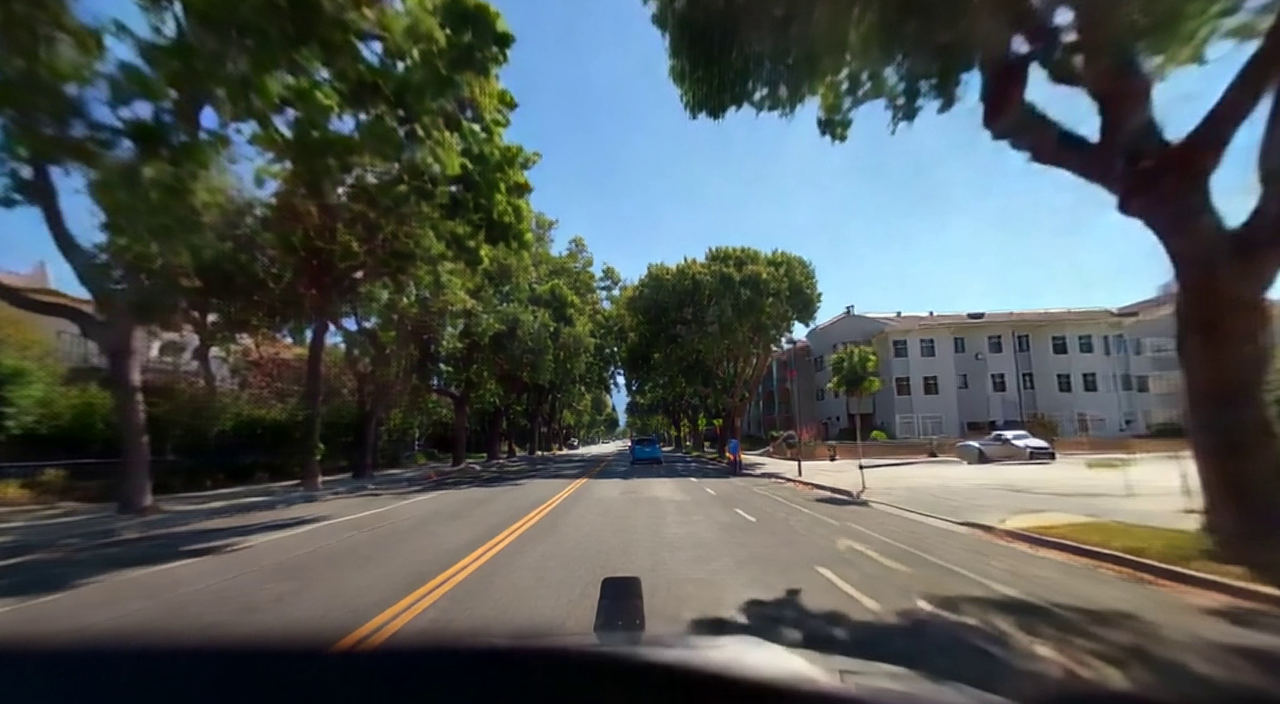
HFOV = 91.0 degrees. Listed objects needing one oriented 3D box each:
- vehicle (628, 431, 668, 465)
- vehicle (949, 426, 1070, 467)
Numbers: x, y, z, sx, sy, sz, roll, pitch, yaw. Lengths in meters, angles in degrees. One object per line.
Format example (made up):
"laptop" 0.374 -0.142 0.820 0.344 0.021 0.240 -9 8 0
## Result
"vehicle" 0.373 5.069 33.317 1.981 1.703 3.691 0 -8 0
"vehicle" 17.197 4.415 29.496 4.237 1.819 2.245 0 -9 0
